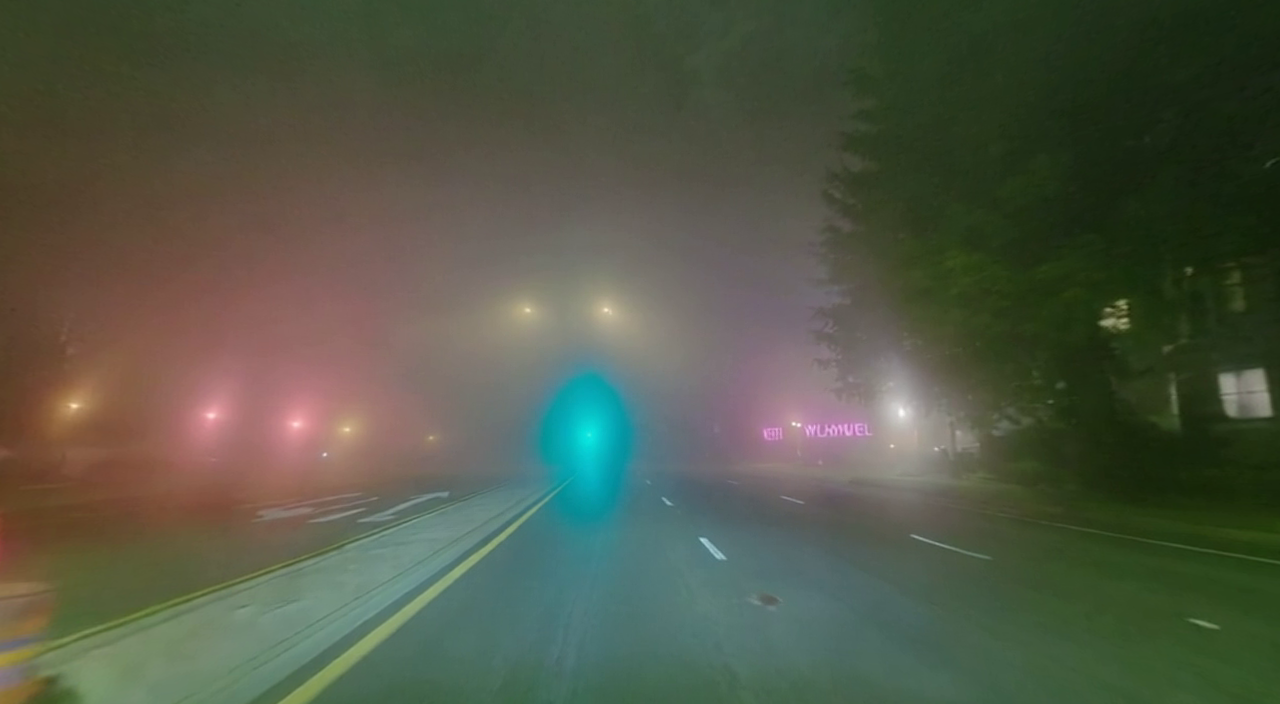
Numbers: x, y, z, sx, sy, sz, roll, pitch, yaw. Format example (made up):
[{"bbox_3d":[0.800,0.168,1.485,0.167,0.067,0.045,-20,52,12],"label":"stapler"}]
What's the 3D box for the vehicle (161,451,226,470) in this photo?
[{"bbox_3d":[-34.271,8.328,48.544,3.732,1.453,1.721,-1,-9,3],"label":"vehicle"}]
